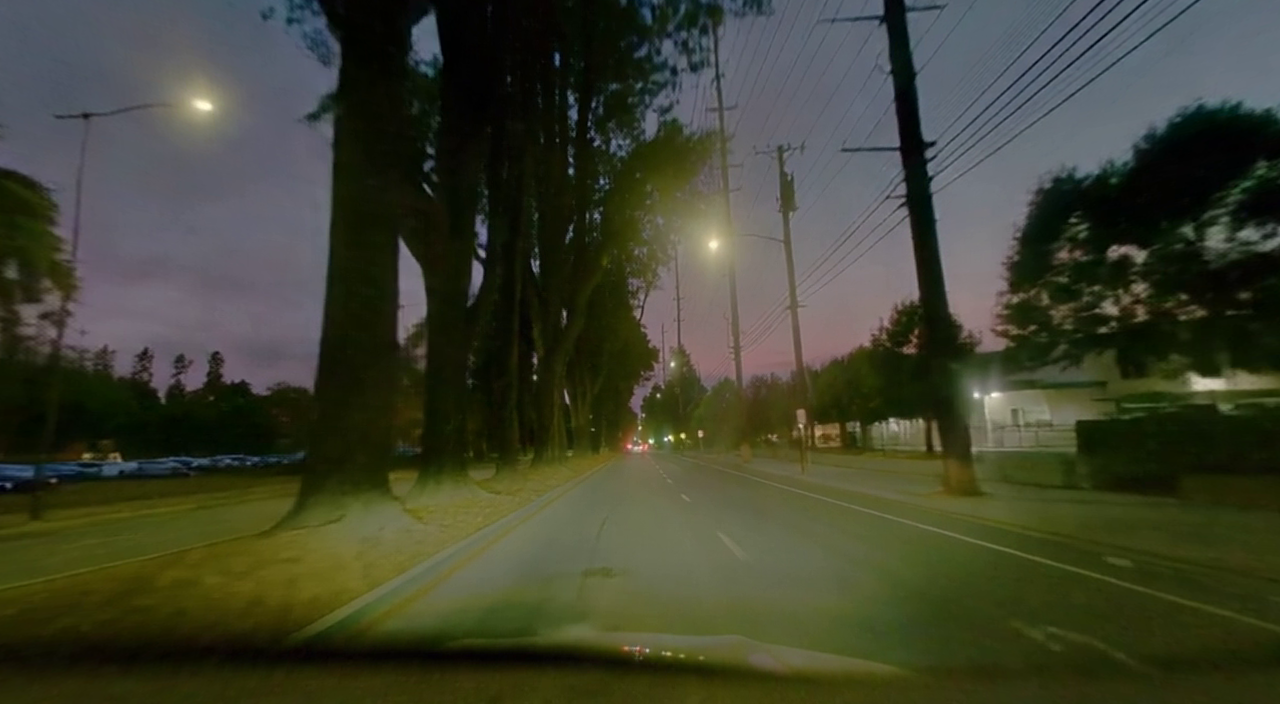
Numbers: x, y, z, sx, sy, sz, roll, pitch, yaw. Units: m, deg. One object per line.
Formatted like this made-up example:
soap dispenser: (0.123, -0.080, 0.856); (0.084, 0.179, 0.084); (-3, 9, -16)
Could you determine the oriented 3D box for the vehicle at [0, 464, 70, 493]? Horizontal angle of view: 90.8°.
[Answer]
vehicle: (-34.013, 6.820, 34.062); (4.499, 1.448, 1.915); (0, -9, -3)
